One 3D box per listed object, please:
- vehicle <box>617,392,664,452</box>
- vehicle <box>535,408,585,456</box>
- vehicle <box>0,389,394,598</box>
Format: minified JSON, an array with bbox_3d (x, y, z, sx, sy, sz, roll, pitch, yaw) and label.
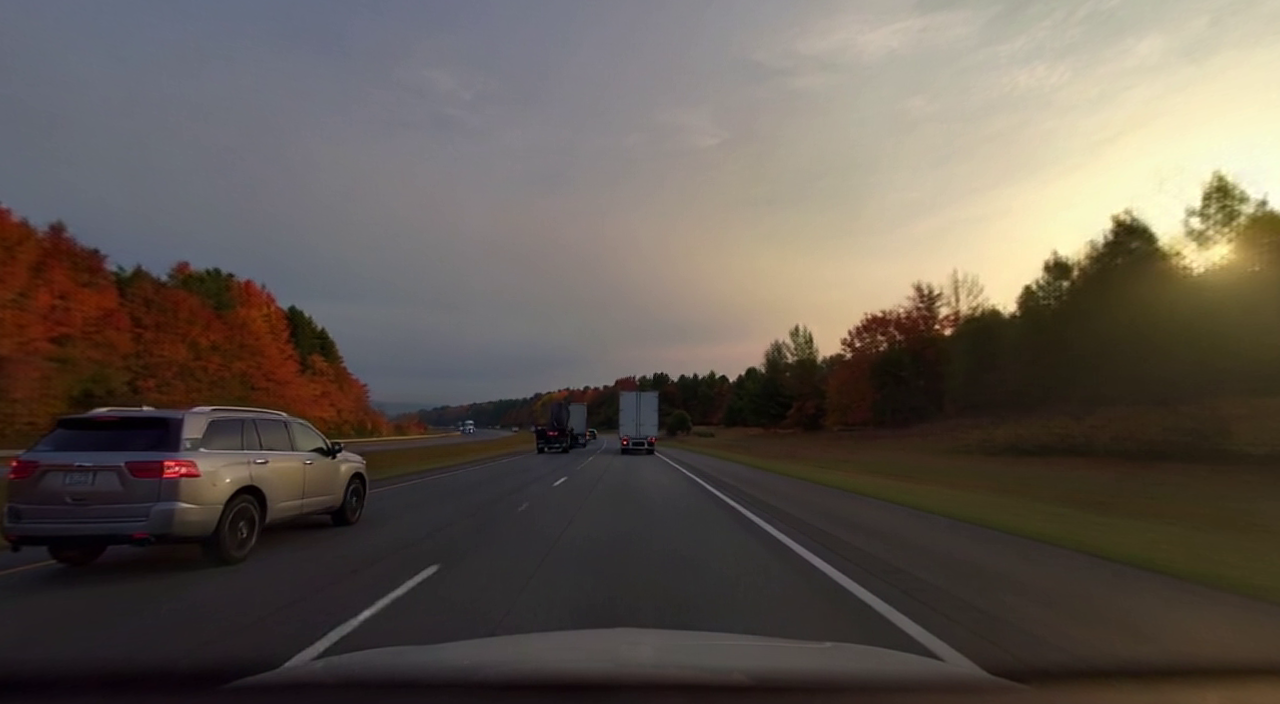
[{"bbox_3d":[-0.097,5.209,45.806,3.078,3.955,8.774,0,-8,-2],"label":"vehicle"},{"bbox_3d":[-4.868,4.991,39.195,2.383,2.726,5.677,0,-8,0],"label":"vehicle"},{"bbox_3d":[-4.820,1.431,7.354,2.089,1.669,4.515,0,-8,-1],"label":"vehicle"}]
